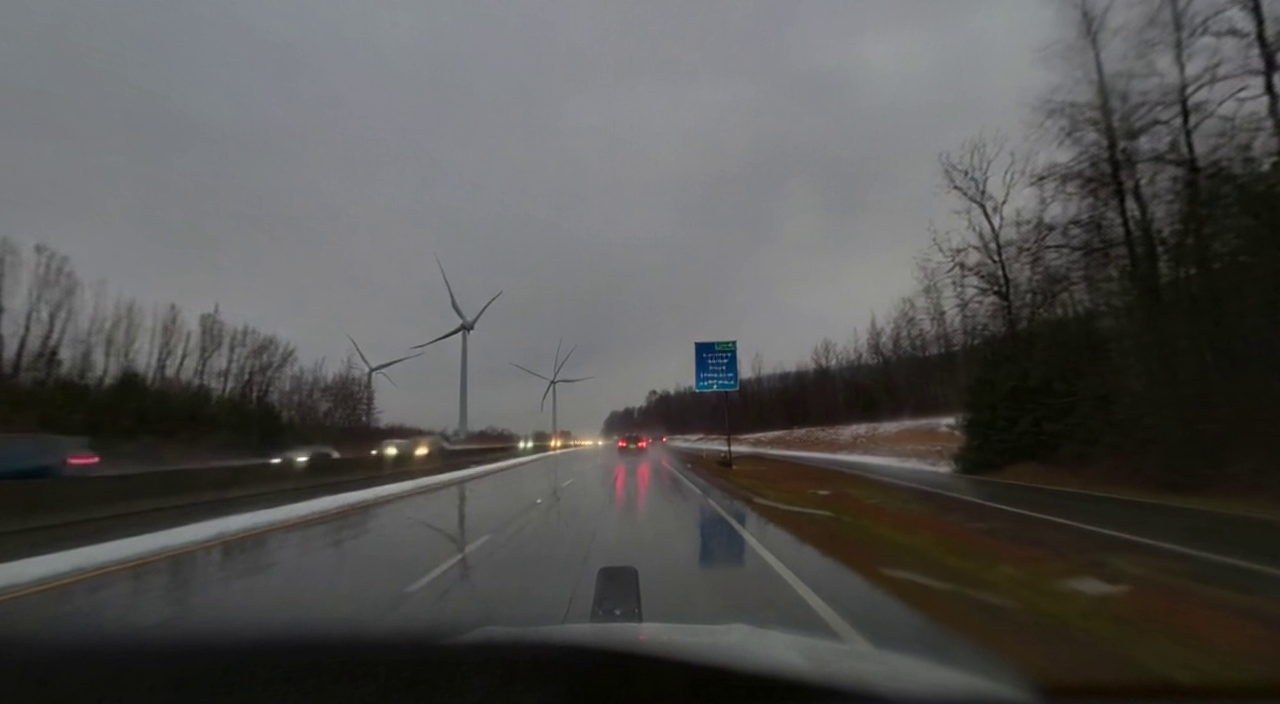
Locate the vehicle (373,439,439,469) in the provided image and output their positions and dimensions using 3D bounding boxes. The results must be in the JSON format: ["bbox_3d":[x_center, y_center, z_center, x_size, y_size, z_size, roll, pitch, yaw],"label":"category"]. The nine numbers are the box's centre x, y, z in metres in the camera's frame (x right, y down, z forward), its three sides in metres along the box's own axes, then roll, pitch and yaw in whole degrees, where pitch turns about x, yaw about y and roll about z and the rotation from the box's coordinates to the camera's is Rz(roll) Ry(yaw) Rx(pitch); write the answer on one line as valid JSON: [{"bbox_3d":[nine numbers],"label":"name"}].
[{"bbox_3d":[-12.658,5.503,34.310,1.923,1.501,4.517,0,-8,0],"label":"vehicle"}]

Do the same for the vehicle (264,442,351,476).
[{"bbox_3d":[-16.625,5.344,31.739,1.890,1.523,4.755,0,-8,-1],"label":"vehicle"}]

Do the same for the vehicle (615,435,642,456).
[{"bbox_3d":[-0.889,6.939,46.758,1.892,1.496,3.575,0,-8,-2],"label":"vehicle"}]
